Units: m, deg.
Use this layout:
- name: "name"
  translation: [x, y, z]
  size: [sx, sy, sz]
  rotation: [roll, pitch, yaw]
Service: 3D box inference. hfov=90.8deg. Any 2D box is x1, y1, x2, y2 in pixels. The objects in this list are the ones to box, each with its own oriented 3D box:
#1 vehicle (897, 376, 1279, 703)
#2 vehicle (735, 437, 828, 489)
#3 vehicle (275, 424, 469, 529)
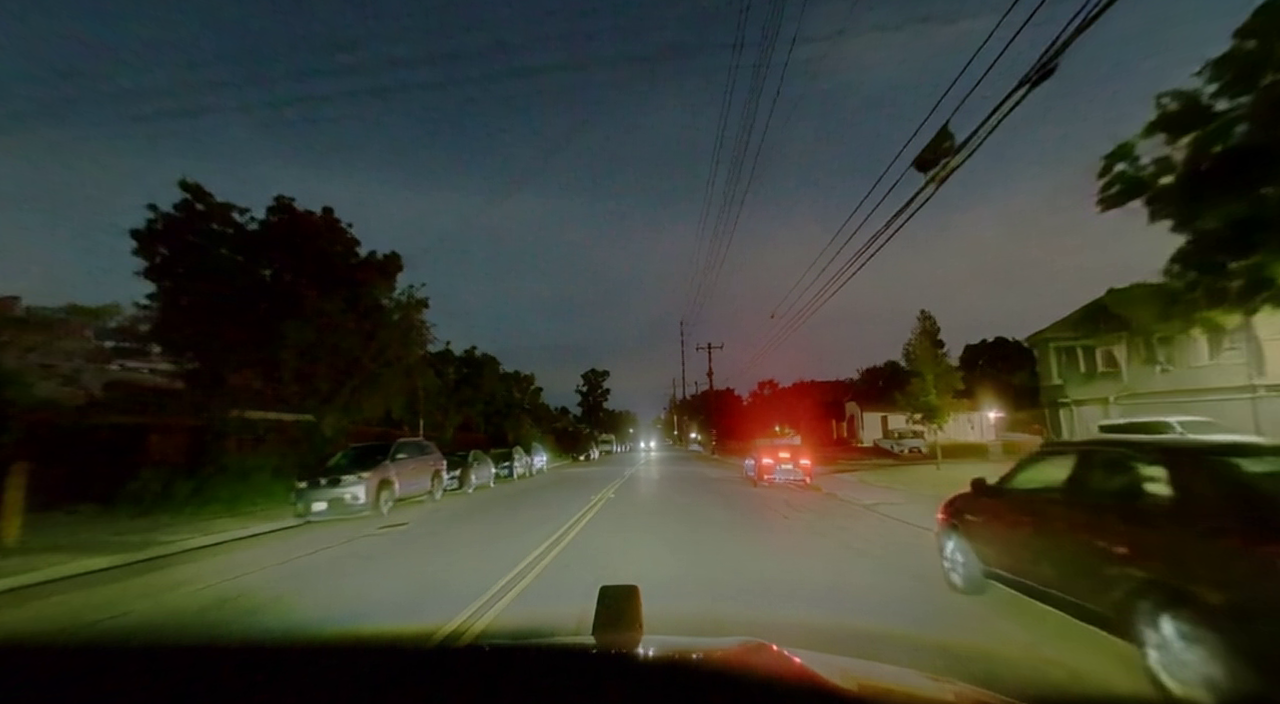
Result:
- name: "vehicle"
  translation: [3.626, 1.160, 4.259]
  size: [1.940, 1.593, 4.641]
  rotation: [0, -9, 2]
- name: "vehicle"
  translation: [4.504, 3.616, 20.995]
  size: [2.108, 1.493, 4.878]
  rotation: [0, -9, 2]
- name: "vehicle"
  translation: [-5.820, 2.758, 14.635]
  size: [2.192, 1.873, 4.985]
  rotation: [-3, -9, 2]
